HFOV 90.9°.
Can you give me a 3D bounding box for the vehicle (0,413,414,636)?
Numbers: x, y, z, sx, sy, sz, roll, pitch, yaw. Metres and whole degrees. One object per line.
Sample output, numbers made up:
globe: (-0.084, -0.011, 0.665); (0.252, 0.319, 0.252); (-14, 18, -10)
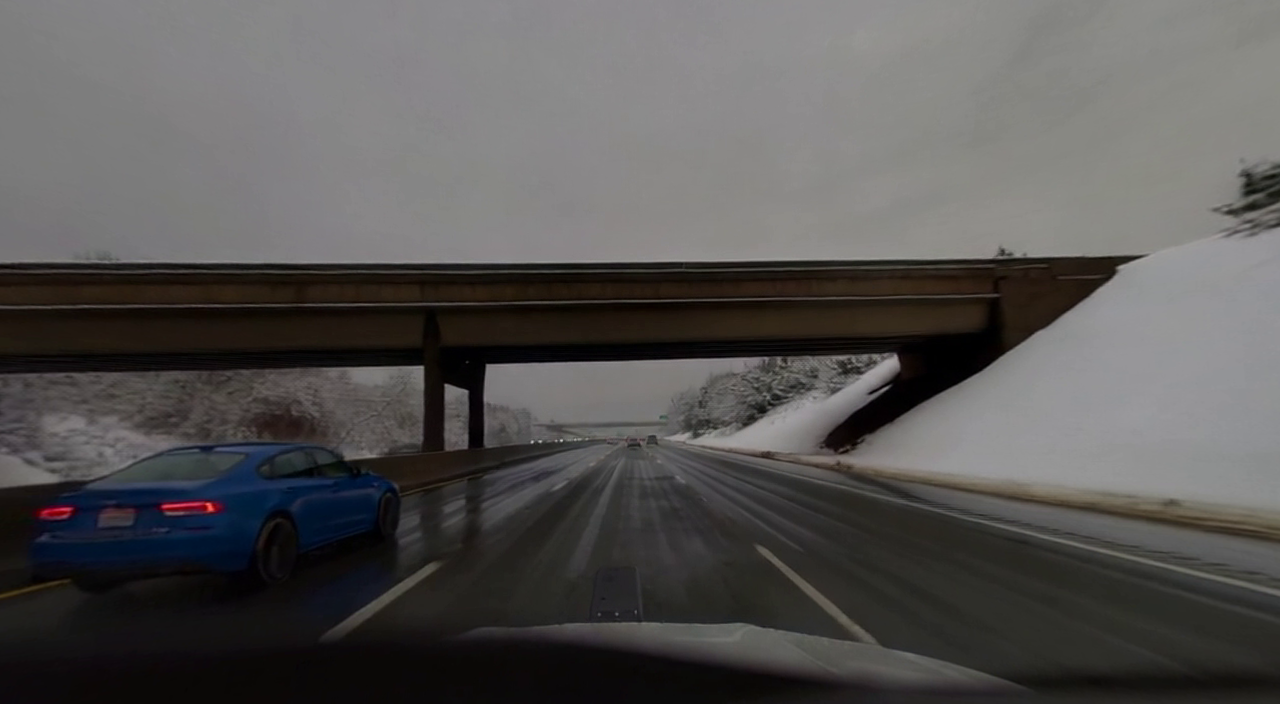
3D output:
vehicle: (-4.010, 1.431, 6.319); (1.981, 1.475, 4.084); (0, -8, 0)
